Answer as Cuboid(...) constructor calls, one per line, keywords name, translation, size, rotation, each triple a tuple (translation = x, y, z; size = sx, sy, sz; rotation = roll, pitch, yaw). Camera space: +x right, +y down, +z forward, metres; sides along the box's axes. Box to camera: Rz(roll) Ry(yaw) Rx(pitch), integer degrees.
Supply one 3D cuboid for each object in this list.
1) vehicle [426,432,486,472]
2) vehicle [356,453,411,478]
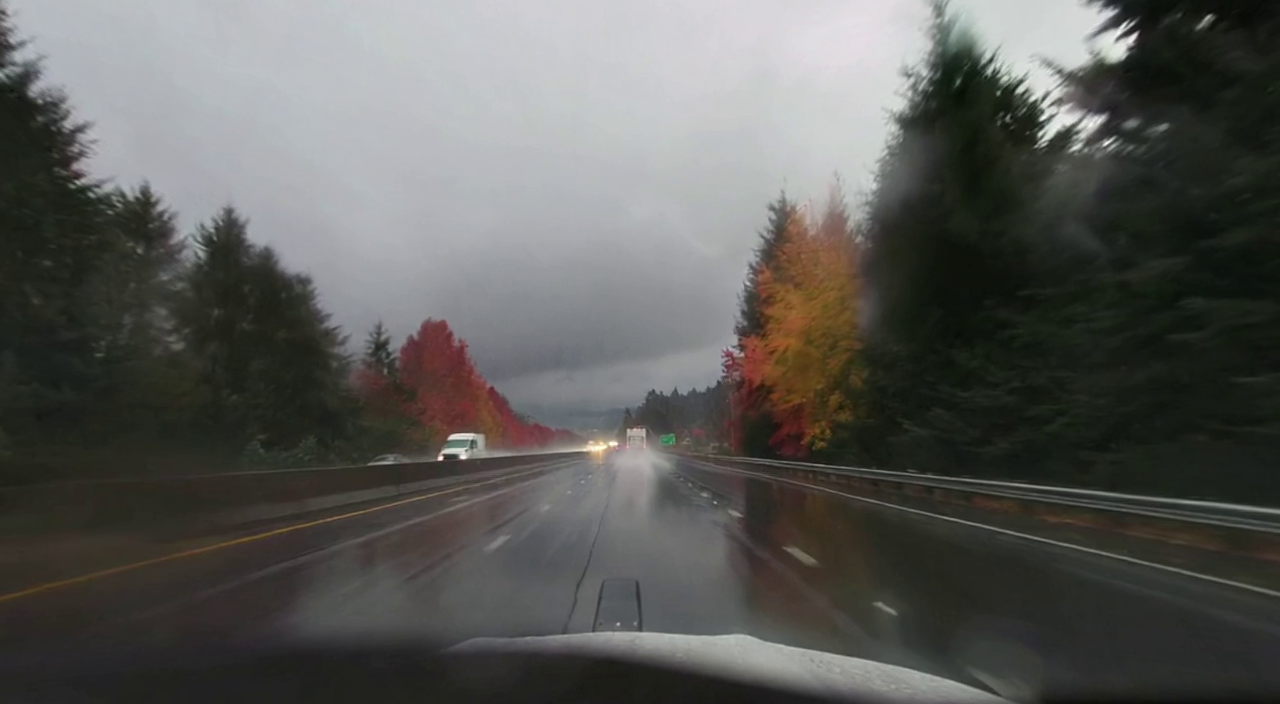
Cuboid(name="vehicle", translation=(-13.323, 7.293, 45.852), size=(2.347, 2.651, 6.933), rotation=(0, -9, -1))
Cuboid(name="vehicle", translation=(-16.940, 7.523, 41.666), size=(1.850, 1.516, 4.378), rotation=(0, -9, -1))
